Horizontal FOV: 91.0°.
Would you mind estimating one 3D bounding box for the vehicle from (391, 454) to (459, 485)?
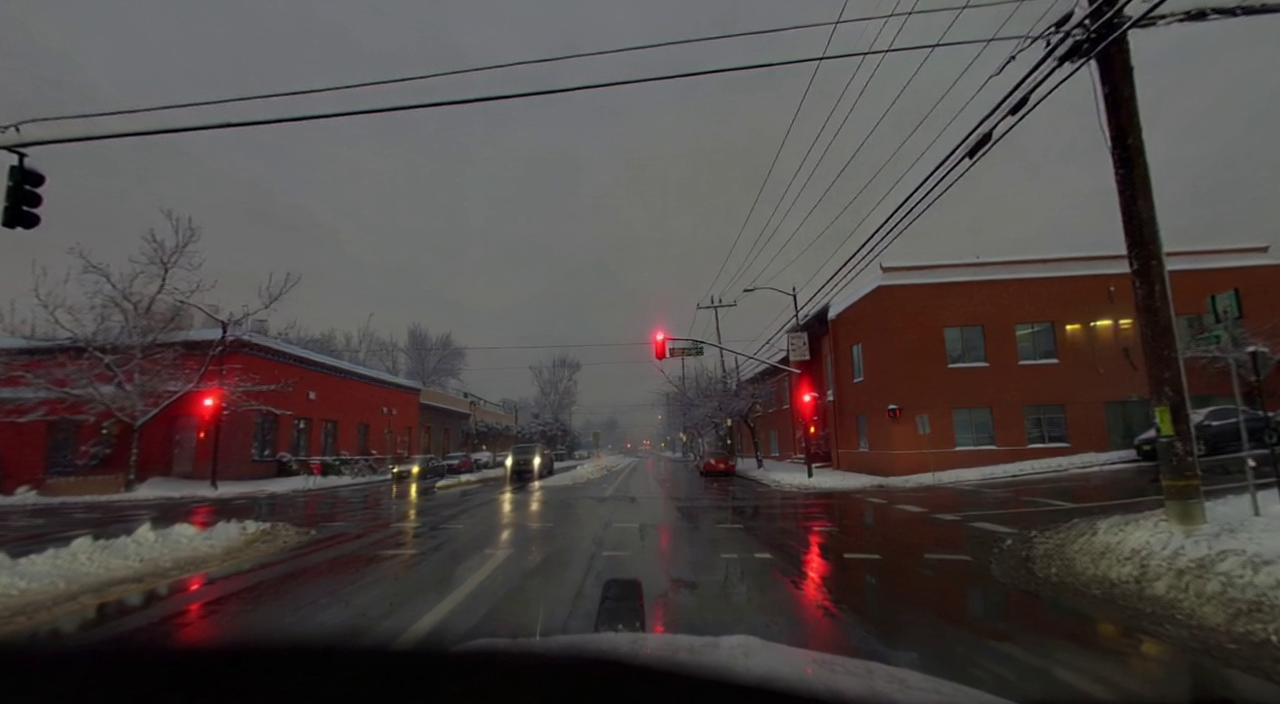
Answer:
[{"bbox_3d":[-12.038,6.600,35.652,1.943,1.574,4.727,0,-9,3],"label":"vehicle"}]

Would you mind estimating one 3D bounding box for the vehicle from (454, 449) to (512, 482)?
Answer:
[{"bbox_3d":[-8.679,6.297,35.173,2.020,1.672,3.842,0,-9,3],"label":"vehicle"}]

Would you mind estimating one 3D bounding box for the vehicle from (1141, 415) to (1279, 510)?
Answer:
[{"bbox_3d":[12.684,2.207,12.784,3.234,1.746,1.941,-1,-9,3],"label":"vehicle"}]
